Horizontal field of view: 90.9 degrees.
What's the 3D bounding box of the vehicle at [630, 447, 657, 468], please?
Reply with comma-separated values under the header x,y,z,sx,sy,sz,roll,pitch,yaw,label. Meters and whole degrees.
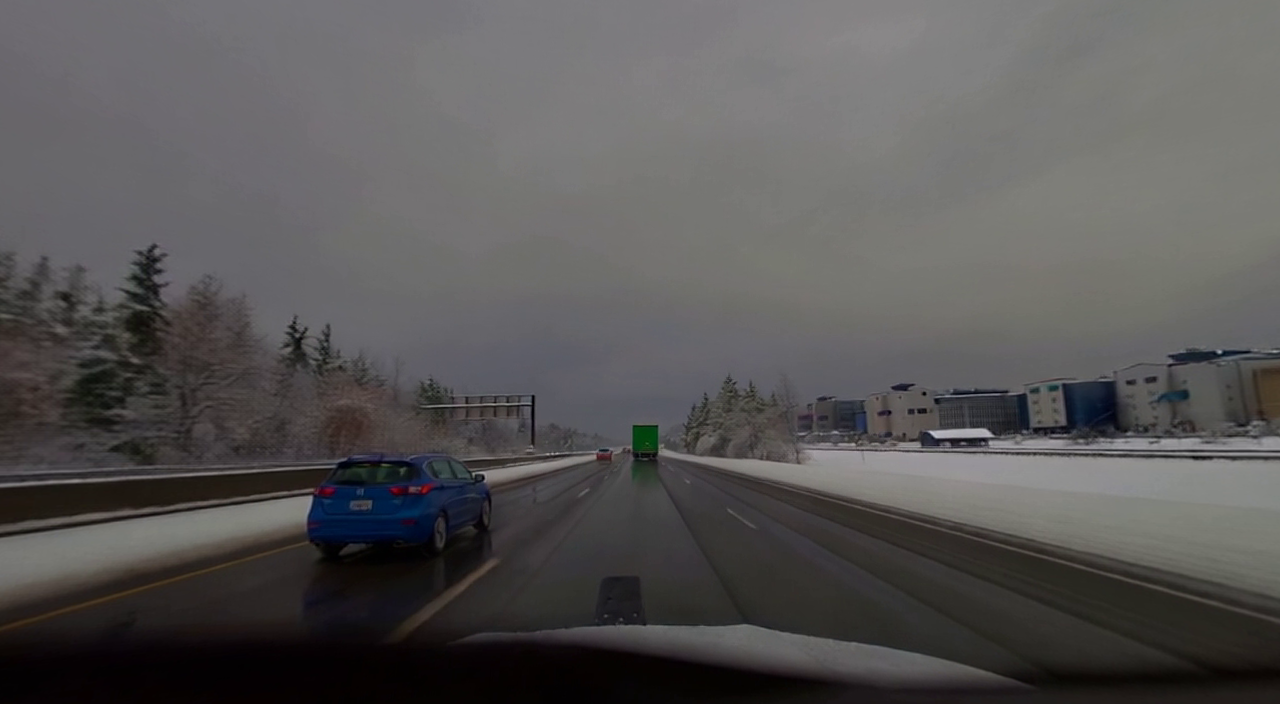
x,y,z,sx,sy,sz,roll,pitch,yaw,label
0.290,8.320,49.643,2.094,1.559,3.945,-1,-9,1,vehicle
